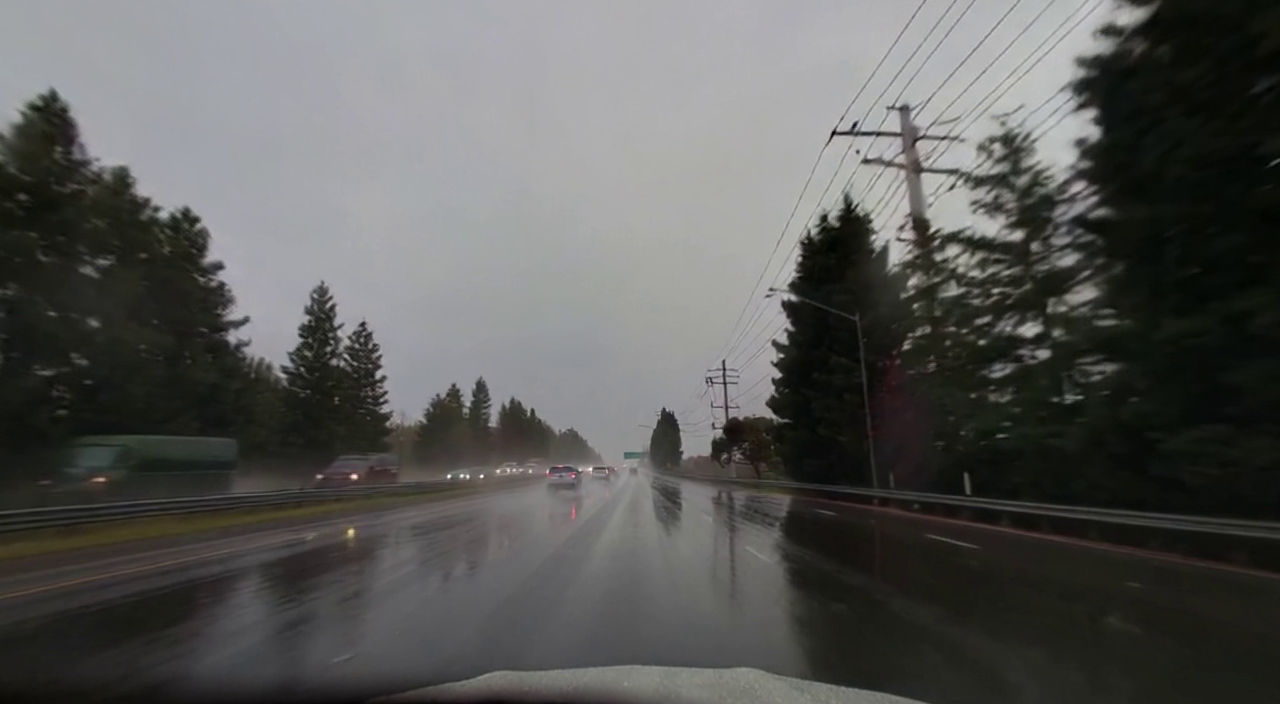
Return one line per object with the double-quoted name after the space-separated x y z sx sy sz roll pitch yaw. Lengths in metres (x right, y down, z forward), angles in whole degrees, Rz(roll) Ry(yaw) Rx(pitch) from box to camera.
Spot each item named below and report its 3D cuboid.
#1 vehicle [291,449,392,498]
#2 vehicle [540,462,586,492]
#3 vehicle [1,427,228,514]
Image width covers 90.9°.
-13.392 5.507 28.680 2.152 1.945 4.821 1 -10 0 "vehicle"
-4.221 6.944 35.114 1.963 1.501 4.227 1 -10 0 "vehicle"
-17.512 4.060 21.712 2.308 2.461 6.231 1 -10 0 "vehicle"
